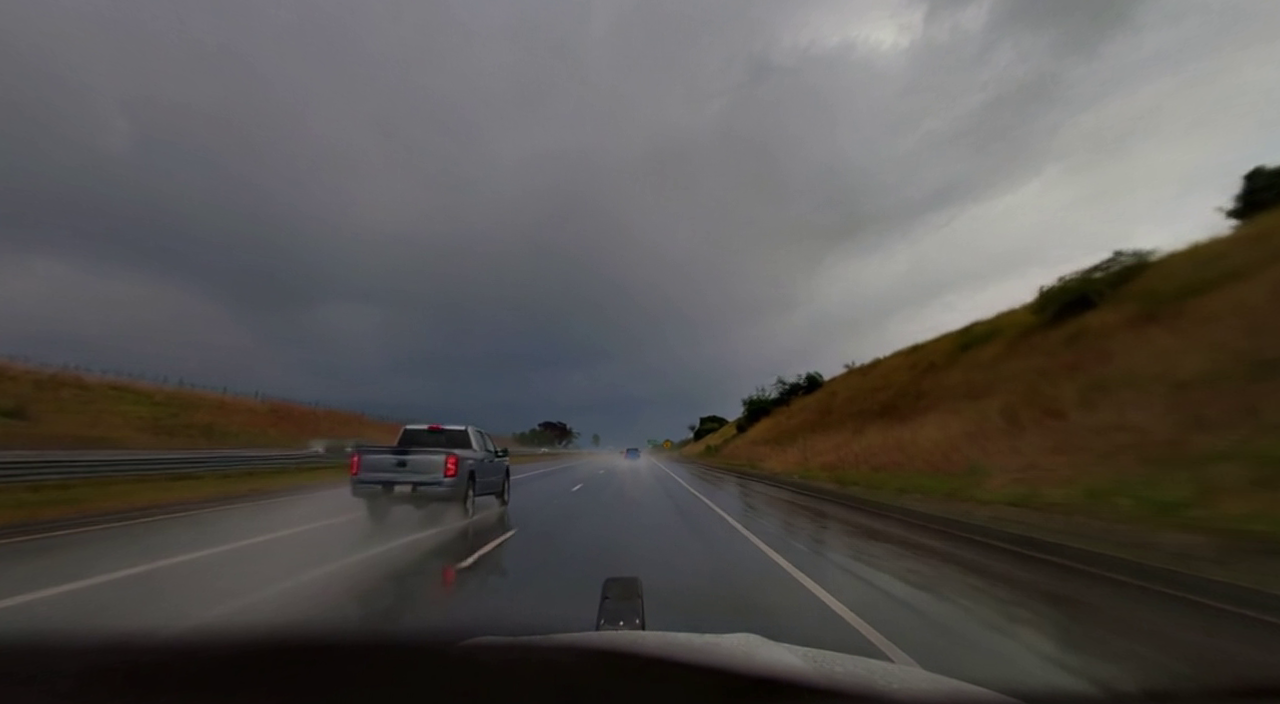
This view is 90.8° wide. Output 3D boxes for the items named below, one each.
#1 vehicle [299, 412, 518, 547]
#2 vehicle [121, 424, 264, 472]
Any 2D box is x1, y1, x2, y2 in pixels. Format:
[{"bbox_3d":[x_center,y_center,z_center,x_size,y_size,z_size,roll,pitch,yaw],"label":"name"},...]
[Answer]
[{"bbox_3d":[-3.633,2.122,11.113,1.942,1.828,4.868,0,-9,1],"label":"vehicle"},{"bbox_3d":[-15.636,3.415,22.418,1.756,1.488,4.446,0,-9,1],"label":"vehicle"}]
